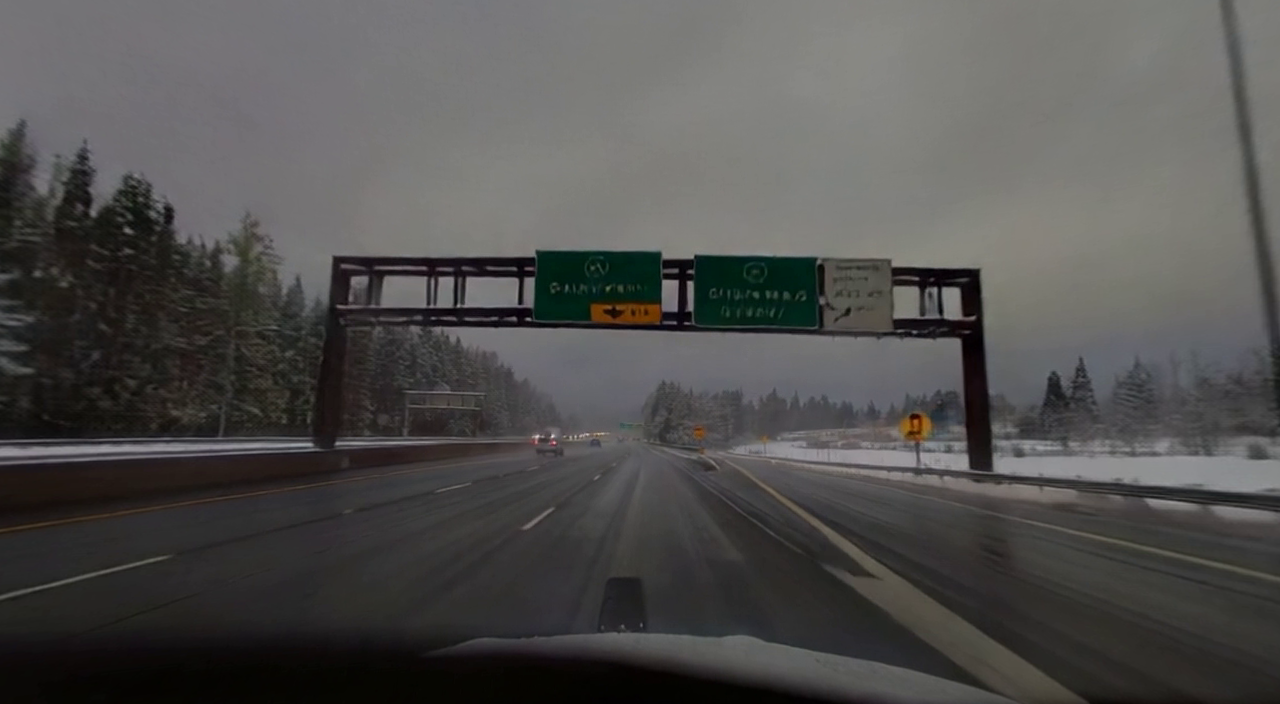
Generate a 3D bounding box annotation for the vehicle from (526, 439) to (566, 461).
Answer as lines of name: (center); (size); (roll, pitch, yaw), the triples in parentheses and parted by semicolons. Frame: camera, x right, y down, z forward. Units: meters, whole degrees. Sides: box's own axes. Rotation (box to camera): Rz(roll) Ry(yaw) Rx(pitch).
vehicle: (-6.775, 7.092, 45.854); (2.025, 1.494, 4.495); (0, -8, 2)
